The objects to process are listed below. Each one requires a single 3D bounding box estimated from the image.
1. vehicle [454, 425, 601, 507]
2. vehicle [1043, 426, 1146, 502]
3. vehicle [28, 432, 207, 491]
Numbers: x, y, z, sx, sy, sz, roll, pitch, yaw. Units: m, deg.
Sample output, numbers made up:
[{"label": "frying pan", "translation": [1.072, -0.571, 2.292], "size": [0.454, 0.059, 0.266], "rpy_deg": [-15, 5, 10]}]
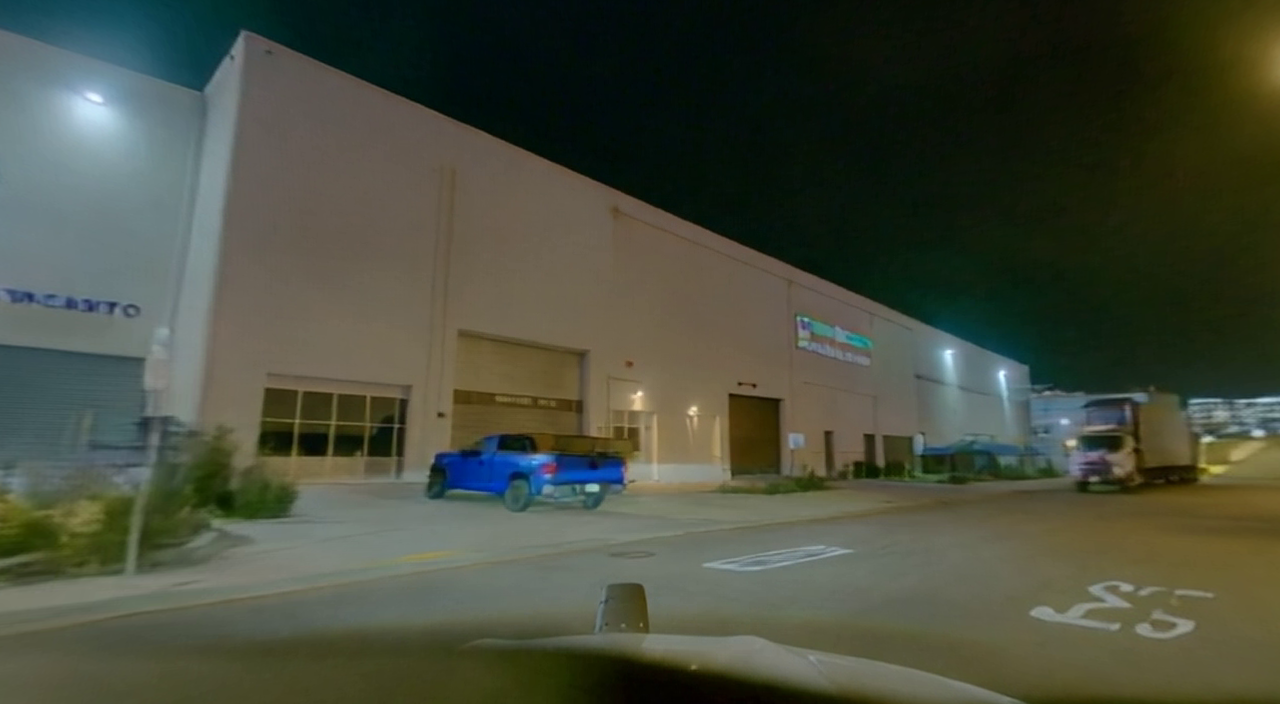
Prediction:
[{"label": "vehicle", "translation": [-4.760, 4.571, 26.175], "size": [6.271, 3.004, 2.298], "rpy_deg": [-5, -9, 37]}, {"label": "vehicle", "translation": [28.172, 6.829, 38.949], "size": [7.722, 4.217, 3.111], "rpy_deg": [8, -12, -41]}, {"label": "vehicle", "translation": [-20.843, 4.372, 25.361], "size": [1.997, 2.103, 5.207], "rpy_deg": [-9, -13, 44]}]
